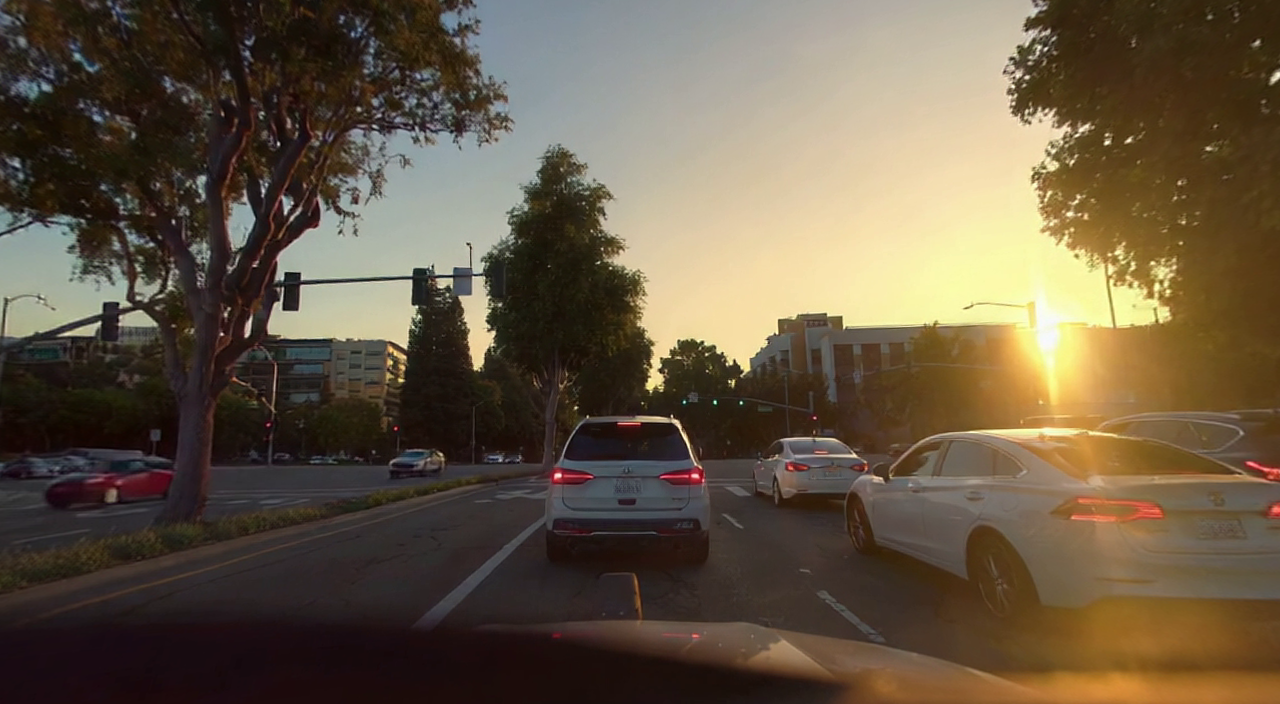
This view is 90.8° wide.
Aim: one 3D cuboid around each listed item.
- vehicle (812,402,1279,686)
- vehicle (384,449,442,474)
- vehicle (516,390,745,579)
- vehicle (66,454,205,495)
[{"bbox_3d":[3.369,1.419,5.962,2.034,1.558,4.774,0,-9,-1],"label":"vehicle"},{"bbox_3d":[-14.599,7.042,40.824,2.035,1.454,4.513,0,-9,0],"label":"vehicle"},{"bbox_3d":[-0.199,1.621,8.445,2.236,1.827,4.316,1,-9,-3],"label":"vehicle"},{"bbox_3d":[-20.615,5.004,26.140,1.899,1.469,4.668,0,-9,0],"label":"vehicle"}]
